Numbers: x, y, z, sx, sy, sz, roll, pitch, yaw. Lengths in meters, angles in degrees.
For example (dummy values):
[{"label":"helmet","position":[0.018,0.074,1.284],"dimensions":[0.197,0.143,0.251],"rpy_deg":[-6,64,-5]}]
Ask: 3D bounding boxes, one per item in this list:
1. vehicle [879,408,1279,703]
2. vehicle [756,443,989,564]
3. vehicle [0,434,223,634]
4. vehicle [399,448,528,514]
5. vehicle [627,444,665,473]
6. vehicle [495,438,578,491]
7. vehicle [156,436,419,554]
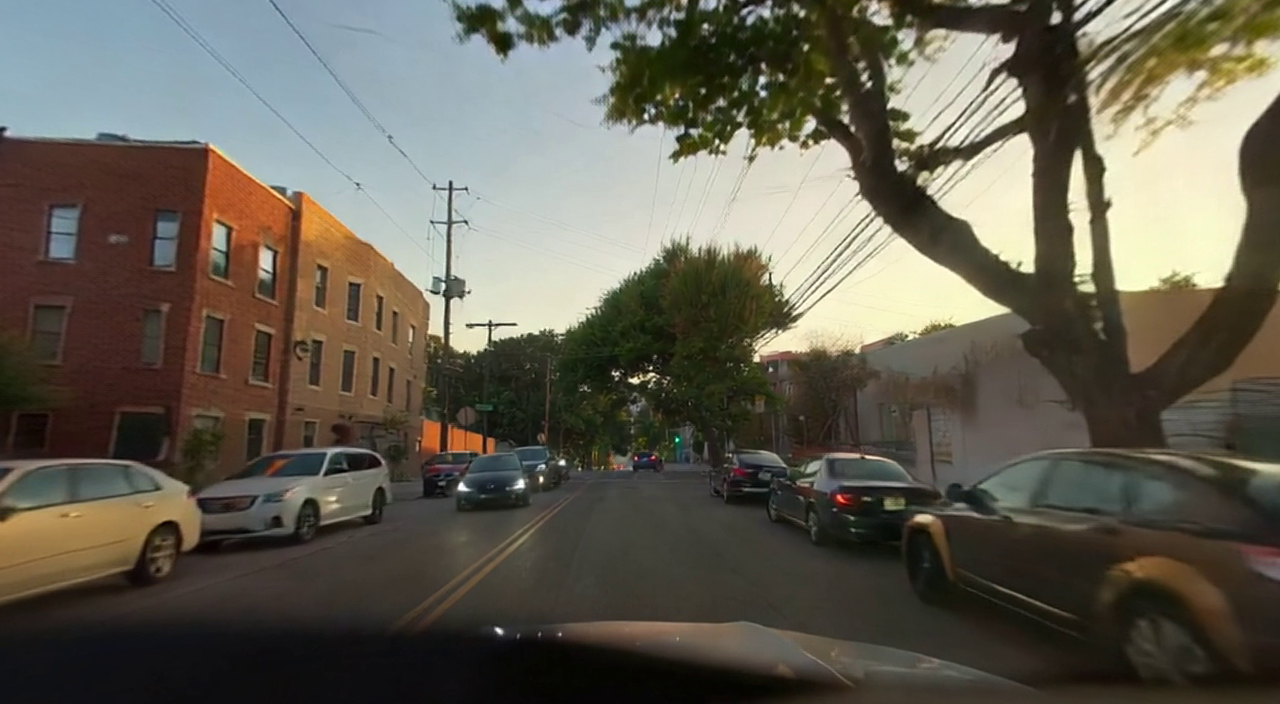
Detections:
[{"label":"vehicle","position":[3.357,1.233,4.048],"dimensions":[1.895,1.553,4.235],"rpy_deg":[0,-8,-1]},{"label":"vehicle","position":[3.326,2.227,10.258],"dimensions":[1.946,1.474,4.710],"rpy_deg":[0,-8,-1]},{"label":"vehicle","position":[-6.687,1.745,6.447],"dimensions":[1.925,1.759,4.396],"rpy_deg":[0,-8,-2]},{"label":"vehicle","position":[-5.066,3.469,17.642],"dimensions":[1.994,1.510,4.802],"rpy_deg":[5,-10,-33]},{"label":"vehicle","position":[0.450,6.626,39.580],"dimensions":[2.059,1.736,3.994],"rpy_deg":[-1,-8,5]},{"label":"vehicle","position":[-3.886,4.313,24.634],"dimensions":[2.236,1.834,4.743],"rpy_deg":[-1,-8,3]},{"label":"vehicle","position":[-6.758,2.746,13.227],"dimensions":[2.263,1.882,5.706],"rpy_deg":[0,-8,-1]}]
